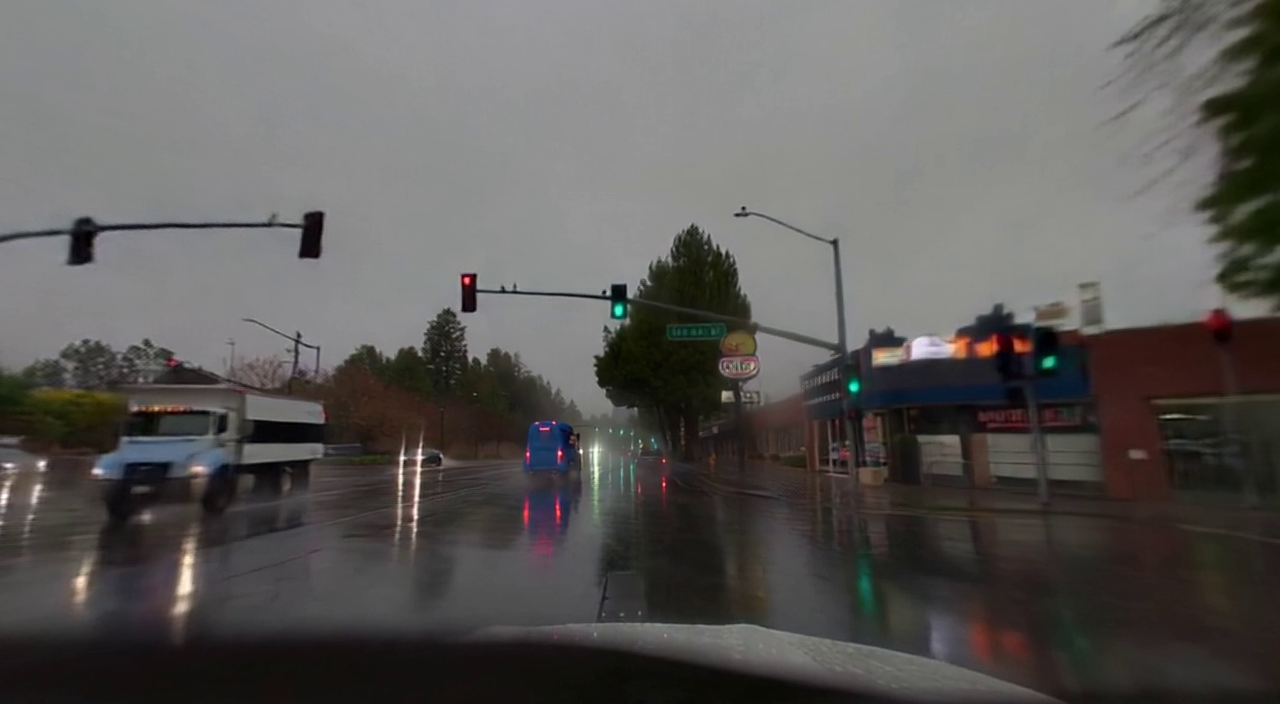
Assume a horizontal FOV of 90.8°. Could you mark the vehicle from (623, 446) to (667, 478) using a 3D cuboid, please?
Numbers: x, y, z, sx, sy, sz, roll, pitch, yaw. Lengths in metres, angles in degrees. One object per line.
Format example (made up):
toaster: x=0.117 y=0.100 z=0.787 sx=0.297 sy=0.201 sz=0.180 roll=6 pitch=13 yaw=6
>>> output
vehicle: x=0.236 y=5.536 z=32.115 sx=2.103 sy=1.487 sz=4.101 roll=0 pitch=-9 yaw=0

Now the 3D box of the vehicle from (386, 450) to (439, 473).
vehicle: x=-16.022 y=7.701 z=44.830 sx=1.912 sy=1.432 sz=5.070 roll=-3 pitch=-9 yaw=0

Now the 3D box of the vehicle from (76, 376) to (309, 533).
vehicle: x=-8.952 y=2.122 z=13.347 sx=2.507 sy=2.667 sz=4.567 roll=2 pitch=-9 yaw=-16

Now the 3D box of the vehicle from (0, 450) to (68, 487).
vehicle: x=-35.770 y=6.806 z=37.209 sx=4.487 sy=2.039 sz=2.086 roll=-7 pitch=-11 yaw=37

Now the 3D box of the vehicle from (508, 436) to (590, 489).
vehicle: x=-3.320 y=4.199 z=24.276 sx=2.464 sy=1.777 sz=5.128 roll=0 pitch=-9 yaw=-1
